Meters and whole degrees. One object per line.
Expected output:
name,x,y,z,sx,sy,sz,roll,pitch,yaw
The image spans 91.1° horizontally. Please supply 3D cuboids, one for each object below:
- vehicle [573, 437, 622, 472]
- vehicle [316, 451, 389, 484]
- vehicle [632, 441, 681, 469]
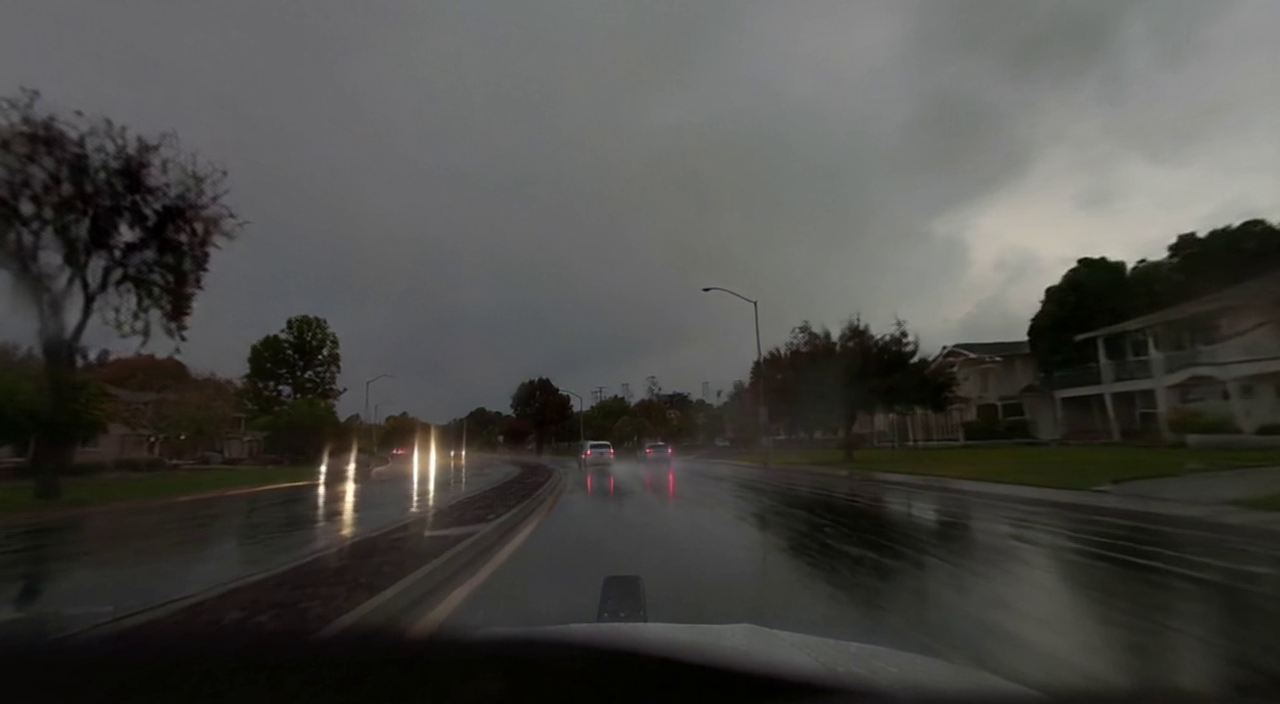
vehicle,-2.369,5.510,33.955,2.165,1.783,4.391,2,-9,-10
vehicle,-14.421,5.782,31.791,1.924,1.481,4.727,1,-8,-7
vehicle,0.864,5.972,36.525,1.915,1.495,4.880,1,-9,-10
